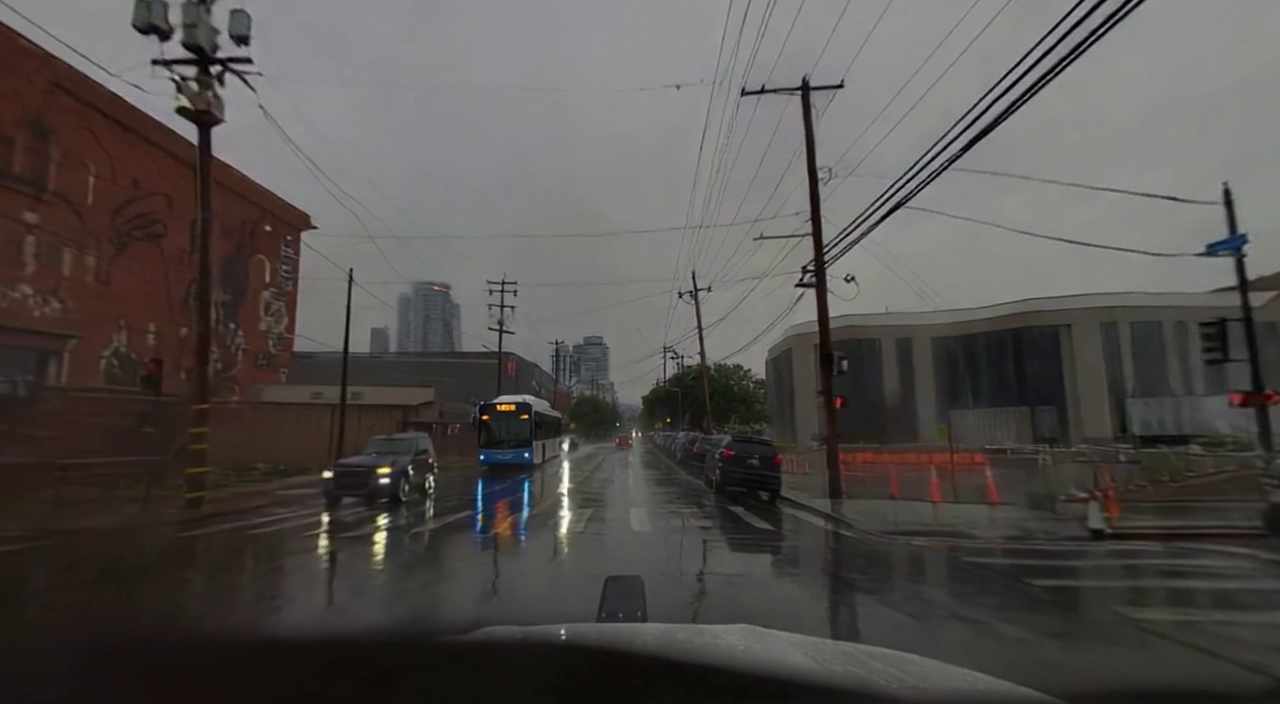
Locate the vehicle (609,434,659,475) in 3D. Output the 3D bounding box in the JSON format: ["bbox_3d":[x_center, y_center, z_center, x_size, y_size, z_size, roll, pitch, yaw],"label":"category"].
[{"bbox_3d":[-0.312,4.812,29.760,2.190,1.783,4.048,0,-8,-2],"label":"vehicle"}]

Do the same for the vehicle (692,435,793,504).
[{"bbox_3d":[2.860,3.478,18.764,2.171,1.751,4.373,1,-10,-1],"label":"vehicle"}]

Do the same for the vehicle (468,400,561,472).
[{"bbox_3d":[-6.665,4.876,36.016,3.297,3.342,12.875,0,-8,-3],"label":"vehicle"}]

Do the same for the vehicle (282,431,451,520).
[{"bbox_3d":[-7.181,3.264,17.465,2.127,2.034,5.559,0,-8,0],"label":"vehicle"}]
